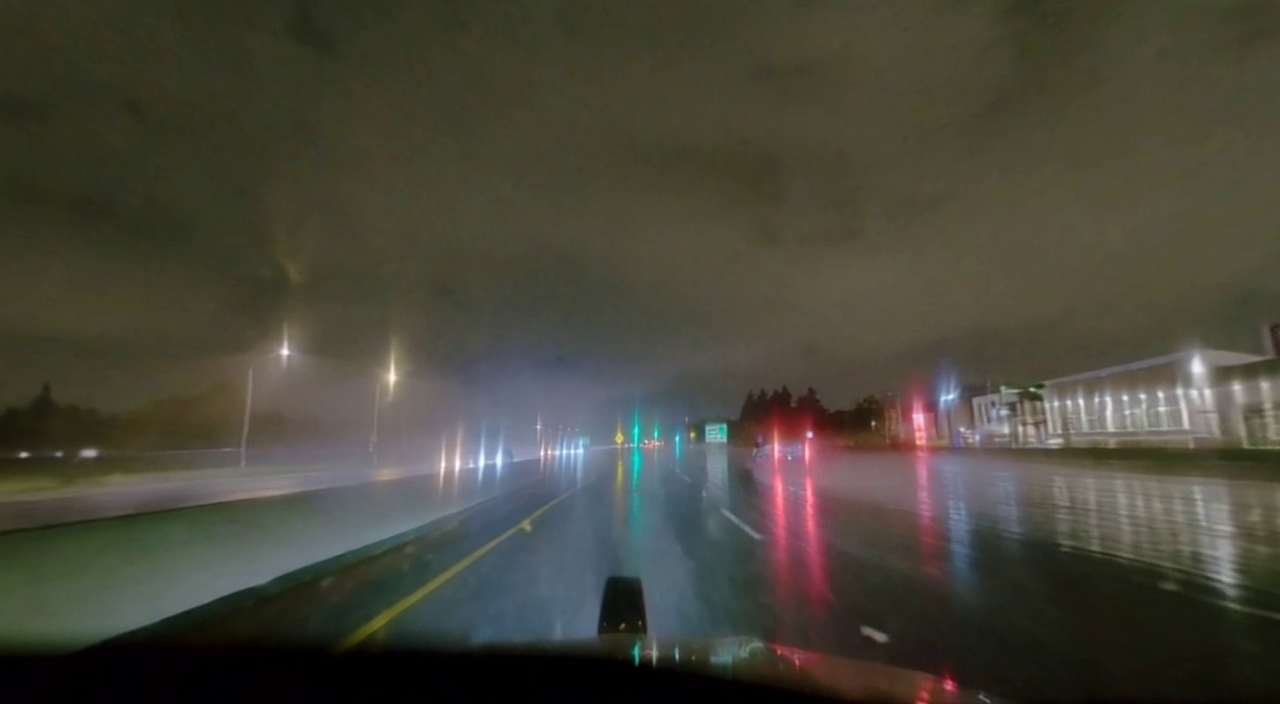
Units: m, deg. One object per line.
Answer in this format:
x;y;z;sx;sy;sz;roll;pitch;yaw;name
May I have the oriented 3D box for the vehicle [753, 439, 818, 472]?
7.338;5.297;32.316;2.079;1.518;5.032;0;-8;-1;vehicle
